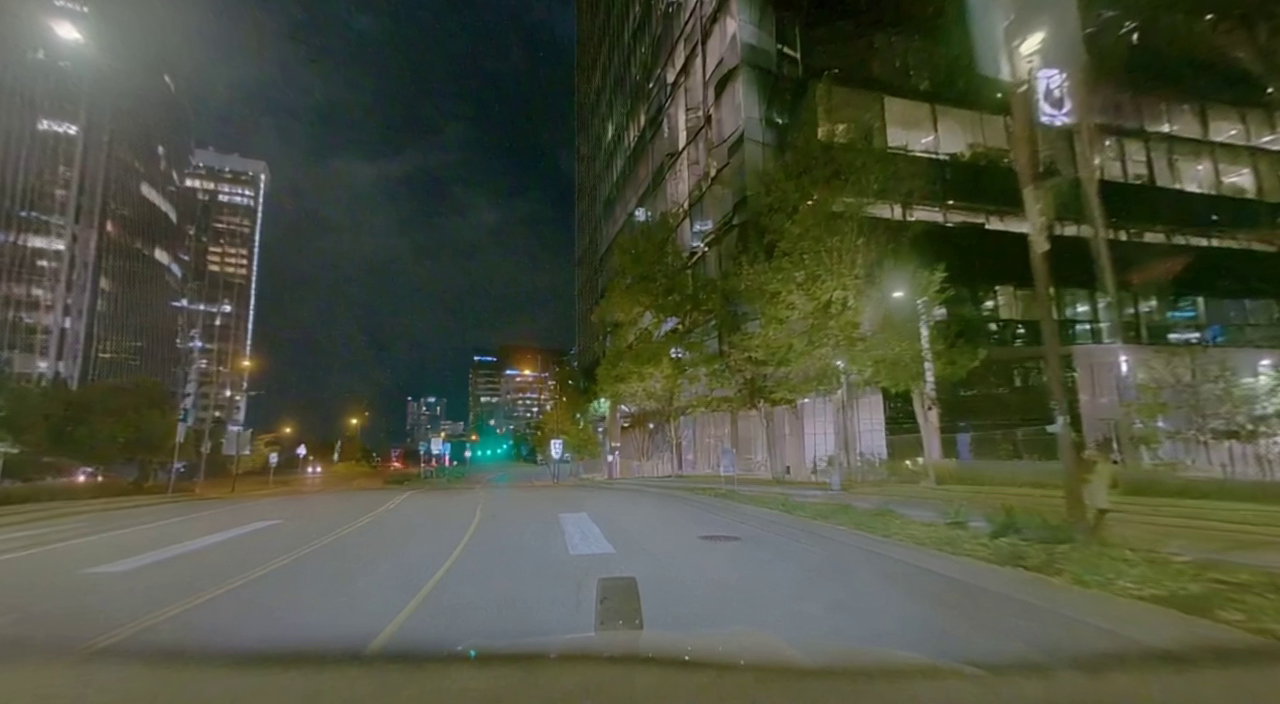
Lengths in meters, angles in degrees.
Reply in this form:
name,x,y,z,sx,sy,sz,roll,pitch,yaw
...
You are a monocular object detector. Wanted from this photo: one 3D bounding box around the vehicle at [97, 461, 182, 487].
name,x,y,z,sx,sy,sz,roll,pitch,yaw
vehicle,-36.442,8.901,46.094,4.473,1.778,2.125,-1,-8,4
